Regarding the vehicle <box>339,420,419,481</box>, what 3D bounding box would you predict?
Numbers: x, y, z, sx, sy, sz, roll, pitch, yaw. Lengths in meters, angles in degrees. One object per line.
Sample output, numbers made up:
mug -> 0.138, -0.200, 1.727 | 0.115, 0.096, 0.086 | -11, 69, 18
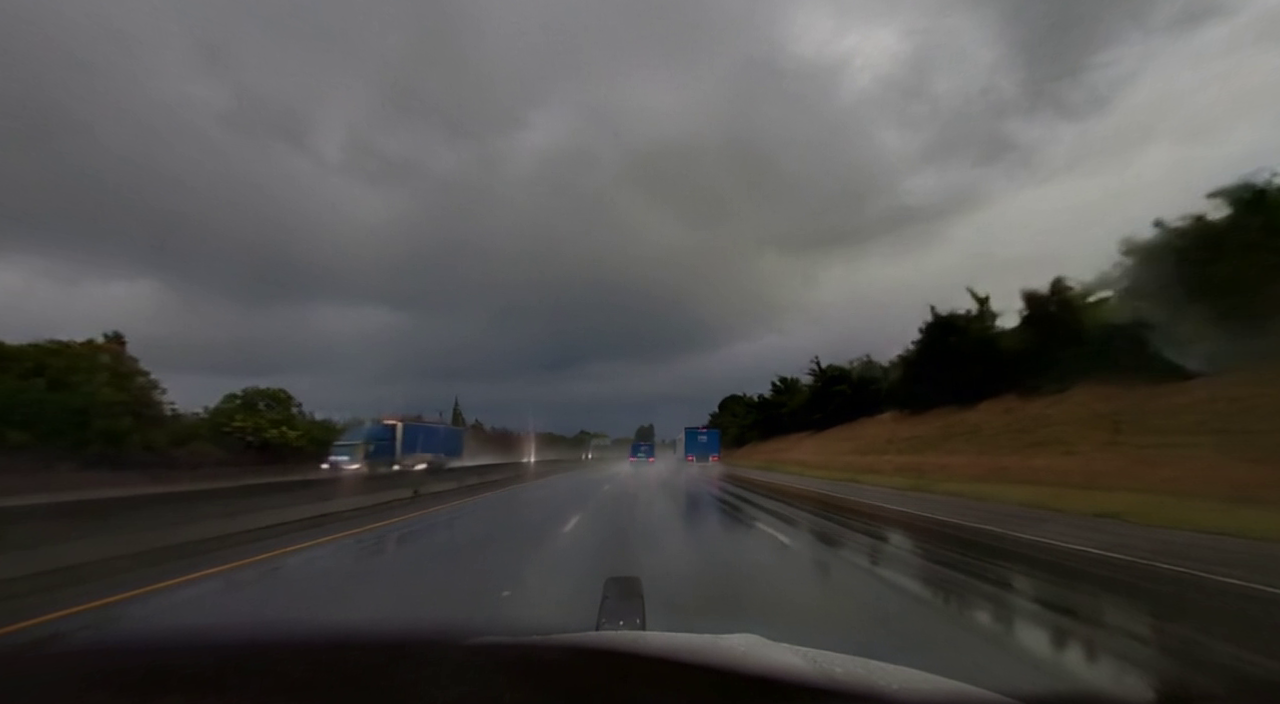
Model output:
vehicle -> -18.350, 6.980, 44.839 | 3.003, 4.022, 5.860 | 0, -9, 1

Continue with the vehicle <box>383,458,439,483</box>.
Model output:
vehicle -> -14.823, 7.653, 41.119 | 1.897, 1.467, 4.566 | 0, -9, 1
